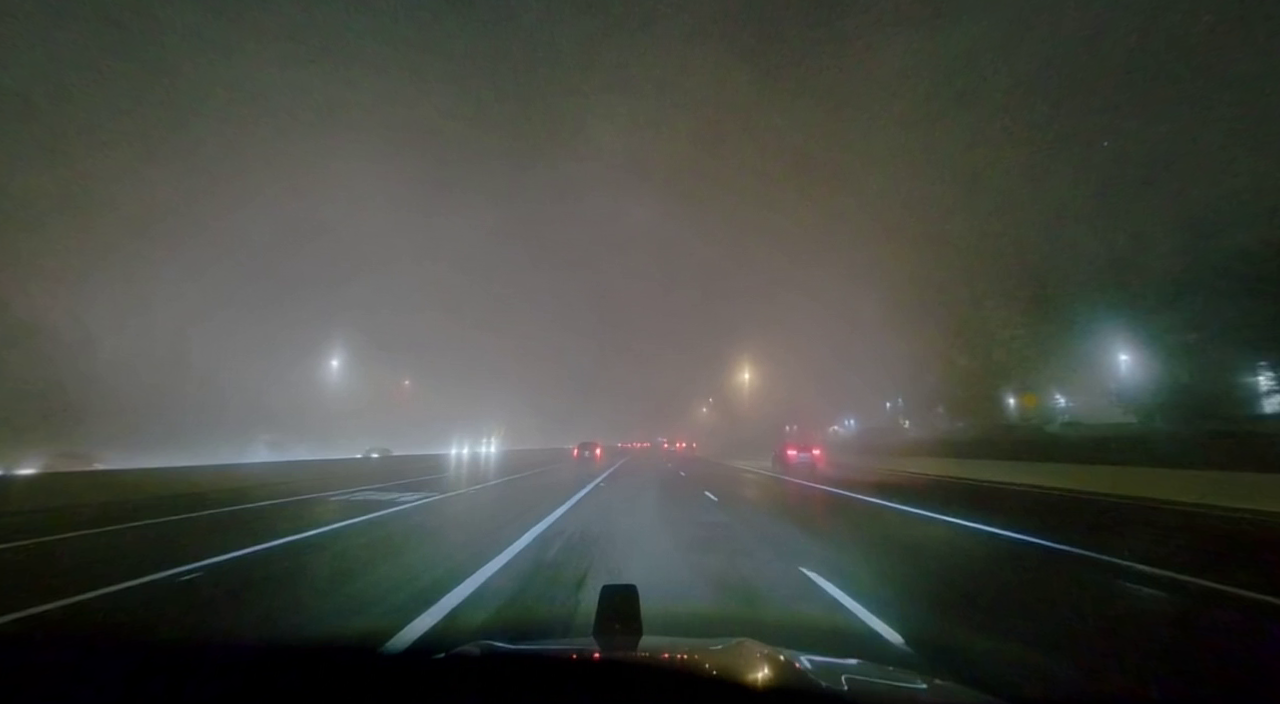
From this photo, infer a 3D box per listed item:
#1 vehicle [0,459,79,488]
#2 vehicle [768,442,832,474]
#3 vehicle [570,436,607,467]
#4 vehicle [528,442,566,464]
[{"bbox_3d":[-34.949,6.862,35.984,1.767,1.446,4.519,0,-9,0],"label":"vehicle"},{"bbox_3d":[7.745,5.157,31.047,1.900,1.432,4.519,0,-9,-1],"label":"vehicle"},{"bbox_3d":[-3.147,6.229,39.553,1.893,1.827,4.513,0,-9,0],"label":"vehicle"},{"bbox_3d":[-6.559,7.208,45.098,2.009,1.462,4.458,0,-9,0],"label":"vehicle"}]
